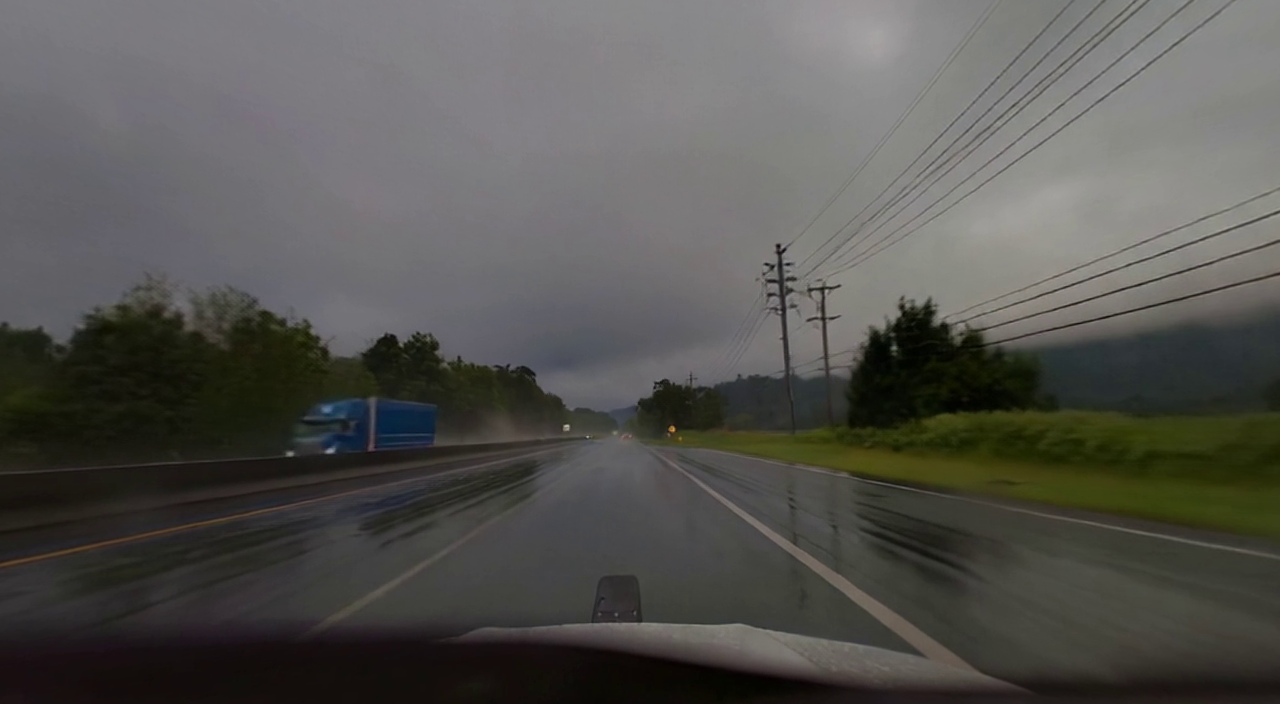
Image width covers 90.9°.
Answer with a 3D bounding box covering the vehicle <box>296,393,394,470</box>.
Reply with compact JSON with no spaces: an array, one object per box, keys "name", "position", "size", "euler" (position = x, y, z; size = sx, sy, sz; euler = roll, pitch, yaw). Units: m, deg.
[{"name":"vehicle","position":[-17.734,4.887,38.450],"size":[2.924,4.272,6.223],"euler":[0,-8,-1]}]
